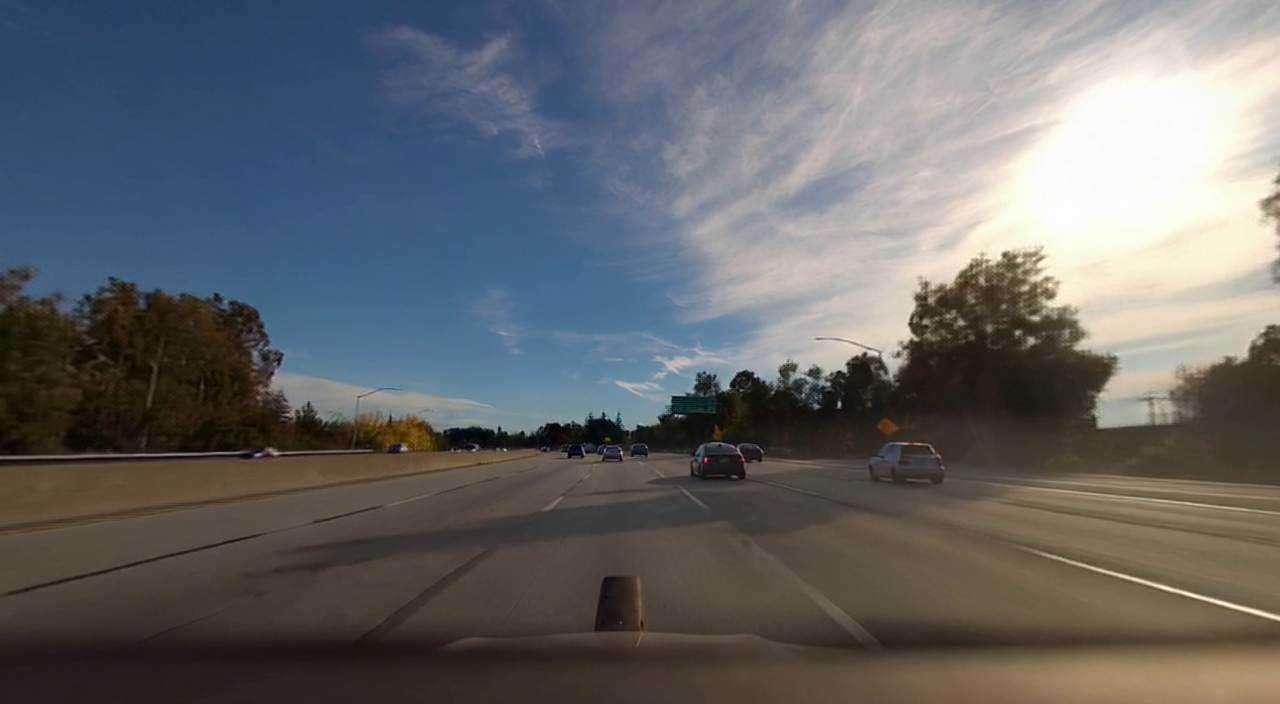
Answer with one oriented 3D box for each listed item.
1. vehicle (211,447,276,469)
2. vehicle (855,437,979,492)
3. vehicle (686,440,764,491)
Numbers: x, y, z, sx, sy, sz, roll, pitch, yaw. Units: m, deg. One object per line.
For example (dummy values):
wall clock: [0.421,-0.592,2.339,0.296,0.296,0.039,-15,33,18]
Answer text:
vehicle: [-29.394,7.858,46.838,1.881,1.532,4.734,0,-9,-2]
vehicle: [9.193,3.773,21.433,1.909,1.634,4.739,0,-9,-2]
vehicle: [2.797,3.838,21.568,1.975,1.562,3.823,0,-9,-2]
